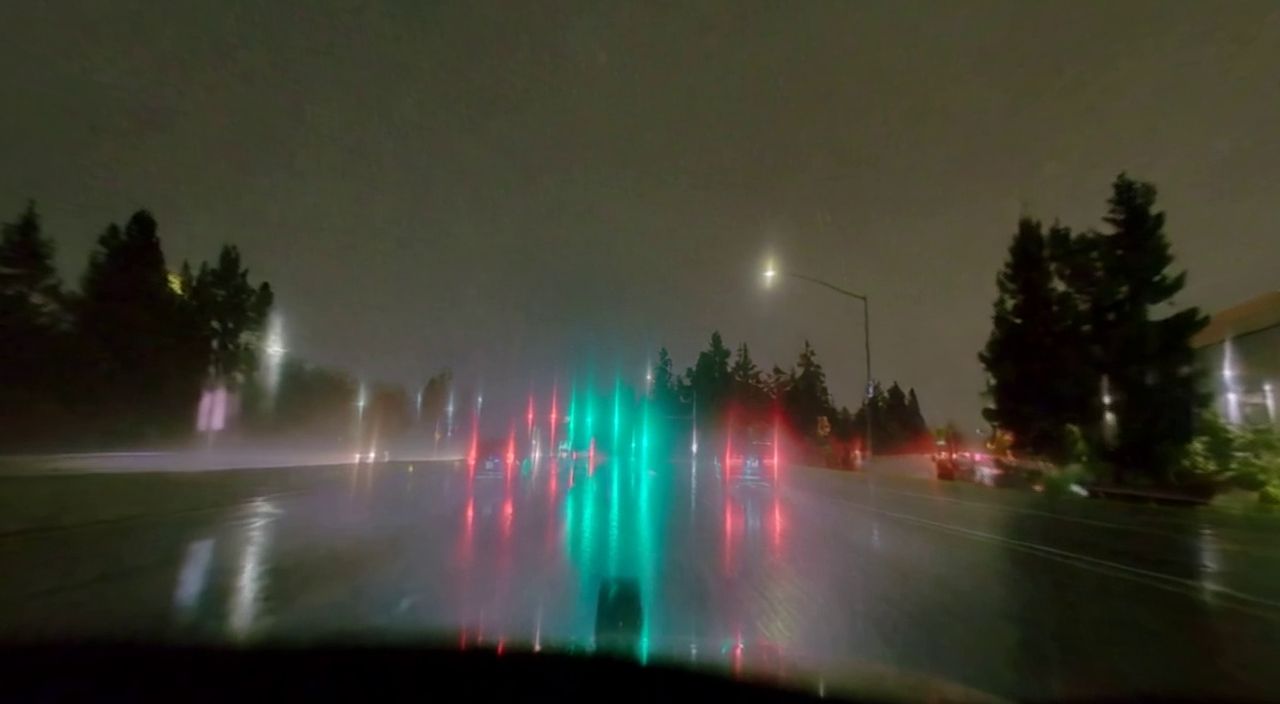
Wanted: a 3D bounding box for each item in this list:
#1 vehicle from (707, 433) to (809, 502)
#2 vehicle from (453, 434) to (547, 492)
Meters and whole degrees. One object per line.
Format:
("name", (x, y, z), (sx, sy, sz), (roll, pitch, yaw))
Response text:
("vehicle", (3.155, 3.180, 17.856), (1.997, 1.686, 4.247), (0, -8, -1))
("vehicle", (-4.728, 3.821, 22.146), (2.176, 1.779, 4.755), (0, -8, 0))
